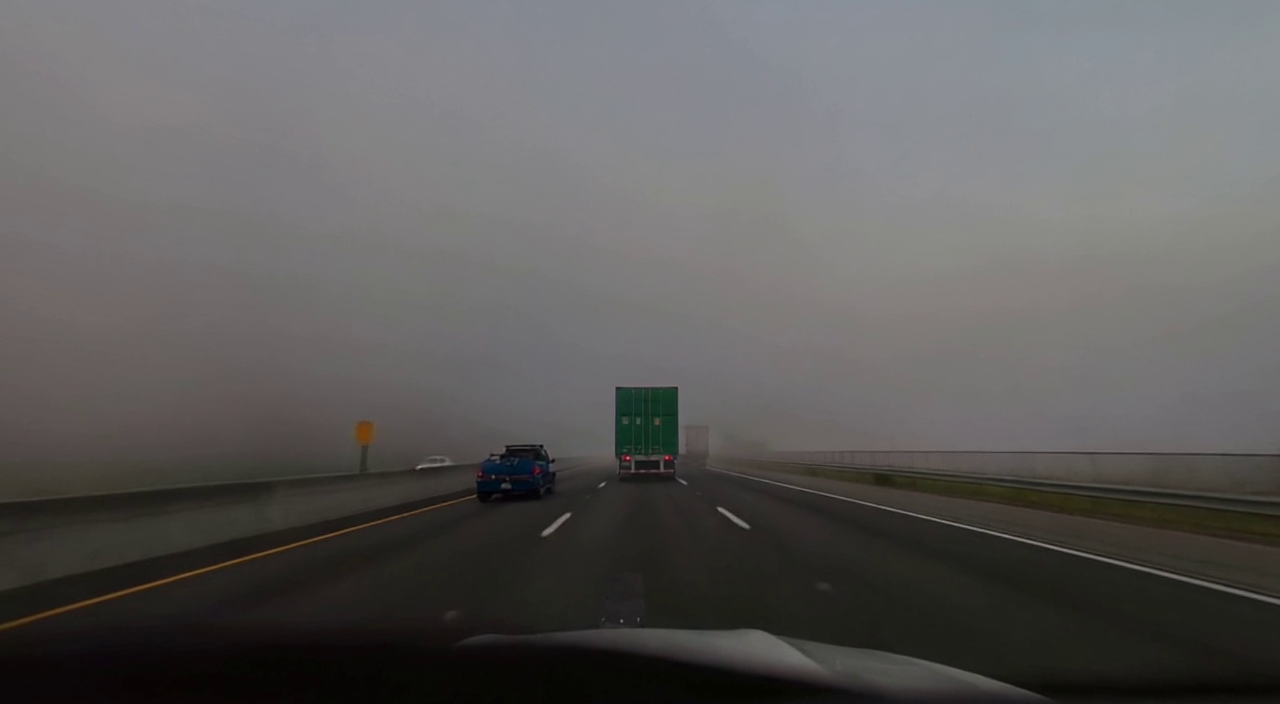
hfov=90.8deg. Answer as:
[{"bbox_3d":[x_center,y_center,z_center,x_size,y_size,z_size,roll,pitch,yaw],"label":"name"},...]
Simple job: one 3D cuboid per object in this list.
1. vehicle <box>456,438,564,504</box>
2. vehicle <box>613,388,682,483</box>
[{"bbox_3d":[-3.572,3.359,18.258,2.173,1.657,4.401,0,-9,0],"label":"vehicle"},{"bbox_3d":[0.296,4.418,32.600,2.932,4.042,11.054,0,-9,0],"label":"vehicle"}]
